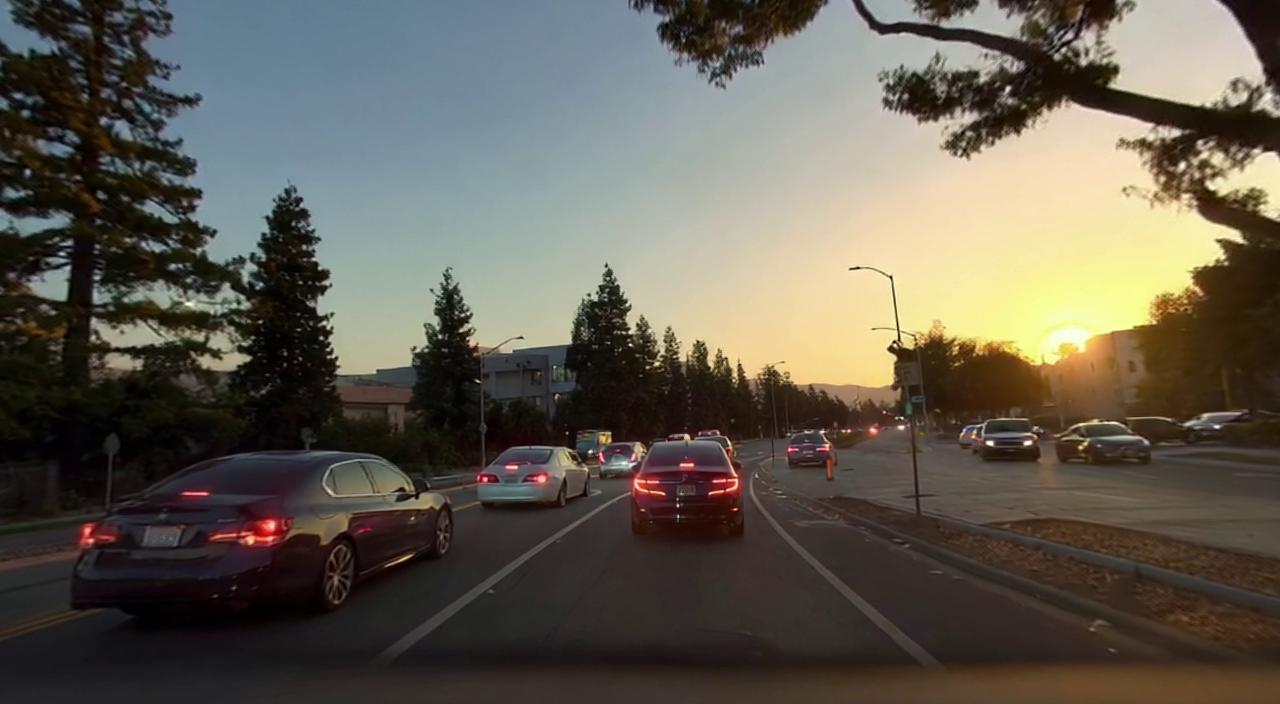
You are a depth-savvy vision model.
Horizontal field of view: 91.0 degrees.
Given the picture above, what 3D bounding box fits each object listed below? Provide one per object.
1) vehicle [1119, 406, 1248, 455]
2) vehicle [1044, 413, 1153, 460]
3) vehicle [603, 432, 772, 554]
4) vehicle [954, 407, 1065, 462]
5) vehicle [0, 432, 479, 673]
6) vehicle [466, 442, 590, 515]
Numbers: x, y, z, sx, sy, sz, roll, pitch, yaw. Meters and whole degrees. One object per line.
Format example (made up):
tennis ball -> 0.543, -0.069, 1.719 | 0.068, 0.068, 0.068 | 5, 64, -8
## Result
vehicle -> 20.421, 3.001, 23.925 | 1.902, 1.529, 3.937 | -7, -9, 13
vehicle -> 17.760, 3.313, 24.632 | 1.803, 1.518, 3.893 | -7, -9, 11
vehicle -> 0.745, 2.108, 10.139 | 2.142, 1.528, 4.133 | -1, -9, 4
vehicle -> 14.426, 3.314, 24.969 | 2.288, 1.933, 4.612 | -2, -9, 11
vehicle -> -3.232, 1.601, 6.207 | 1.940, 1.502, 4.241 | -1, -9, 3
vehicle -> -2.530, 2.979, 15.361 | 1.870, 1.490, 4.187 | -1, -9, 6
